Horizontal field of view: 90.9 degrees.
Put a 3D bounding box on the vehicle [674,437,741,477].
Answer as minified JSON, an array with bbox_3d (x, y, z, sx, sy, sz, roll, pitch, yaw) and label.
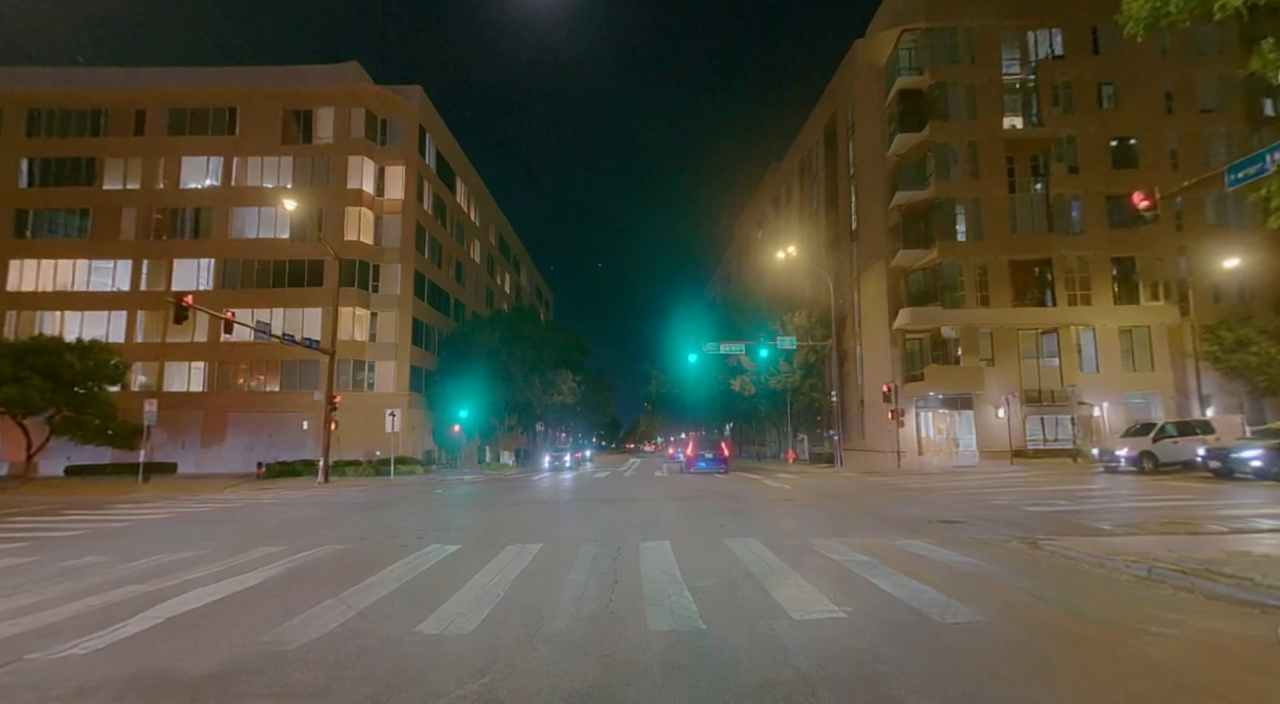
[{"bbox_3d":[2.664,4.275,25.908,2.039,1.470,4.355,0,-8,-3],"label":"vehicle"}]

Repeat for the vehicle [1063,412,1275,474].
[{"bbox_3d":[16.916,2.946,20.406,4.802,1.860,2.146,0,-8,1],"label":"vehicle"}]
